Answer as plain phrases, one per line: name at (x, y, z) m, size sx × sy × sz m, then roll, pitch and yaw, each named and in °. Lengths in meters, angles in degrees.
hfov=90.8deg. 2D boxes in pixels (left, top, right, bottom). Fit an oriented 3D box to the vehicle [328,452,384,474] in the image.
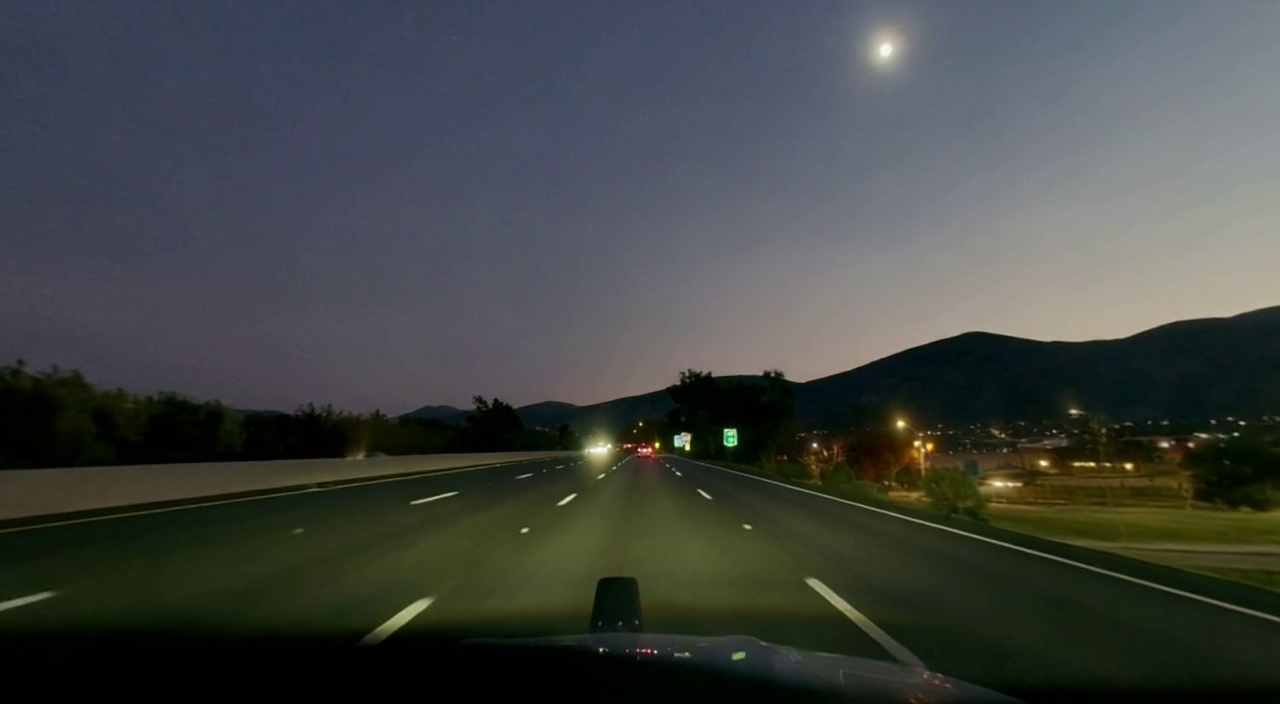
vehicle at (-20.831, 8.166, 46.611) m, size 1.922 × 1.499 × 4.595 m, roll 0°, pitch -9°, yaw 1°
